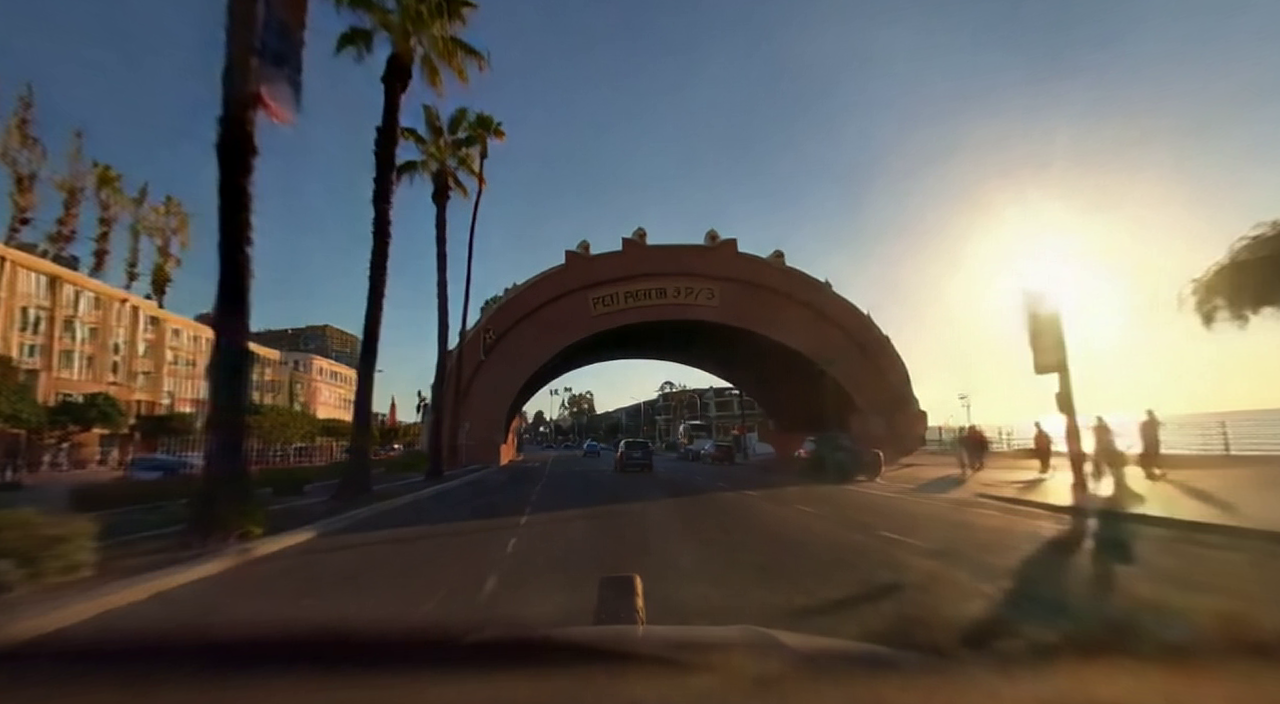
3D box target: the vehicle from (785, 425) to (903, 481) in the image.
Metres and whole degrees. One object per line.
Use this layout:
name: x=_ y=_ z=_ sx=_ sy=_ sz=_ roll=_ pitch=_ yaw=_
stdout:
vehicle: x=8.189 y=4.147 z=26.138 sx=2.417 sy=2.030 sz=5.711 roll=1 pitch=-9 yaw=-7

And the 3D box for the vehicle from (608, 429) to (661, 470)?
vehicle: x=-0.447 y=5.386 z=34.960 sx=2.284 sy=2.010 sz=6.670 roll=1 pitch=-9 yaw=-6

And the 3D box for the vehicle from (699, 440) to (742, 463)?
vehicle: x=5.721 y=7.141 z=45.407 sx=2.015 sy=1.486 sz=4.501 roll=1 pitch=-9 yaw=-6
